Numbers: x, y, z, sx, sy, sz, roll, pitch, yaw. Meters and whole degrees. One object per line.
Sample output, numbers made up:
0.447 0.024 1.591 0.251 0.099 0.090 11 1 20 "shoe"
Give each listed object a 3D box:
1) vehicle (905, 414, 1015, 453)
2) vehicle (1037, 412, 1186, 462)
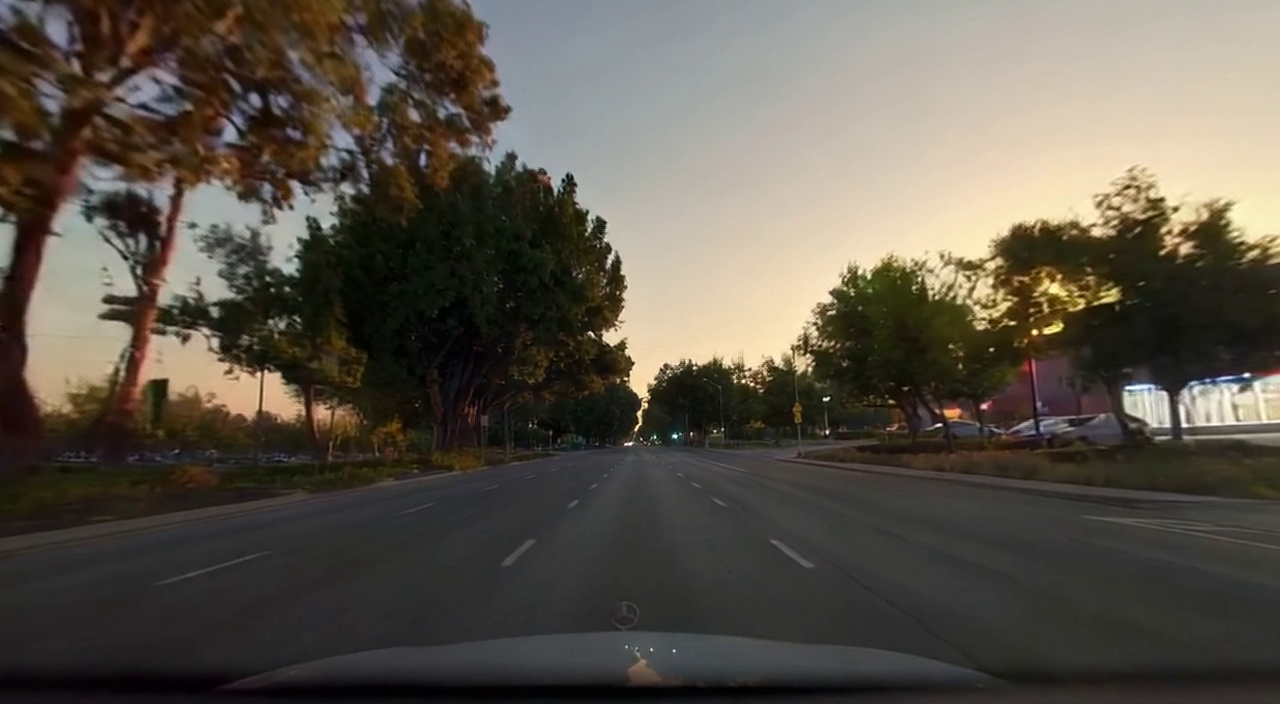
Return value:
22.594 5.820 44.901 6.347 2.674 2.521 0 -8 1 "vehicle"
23.325 4.233 31.465 5.460 1.980 2.188 -5 -8 2 "vehicle"
